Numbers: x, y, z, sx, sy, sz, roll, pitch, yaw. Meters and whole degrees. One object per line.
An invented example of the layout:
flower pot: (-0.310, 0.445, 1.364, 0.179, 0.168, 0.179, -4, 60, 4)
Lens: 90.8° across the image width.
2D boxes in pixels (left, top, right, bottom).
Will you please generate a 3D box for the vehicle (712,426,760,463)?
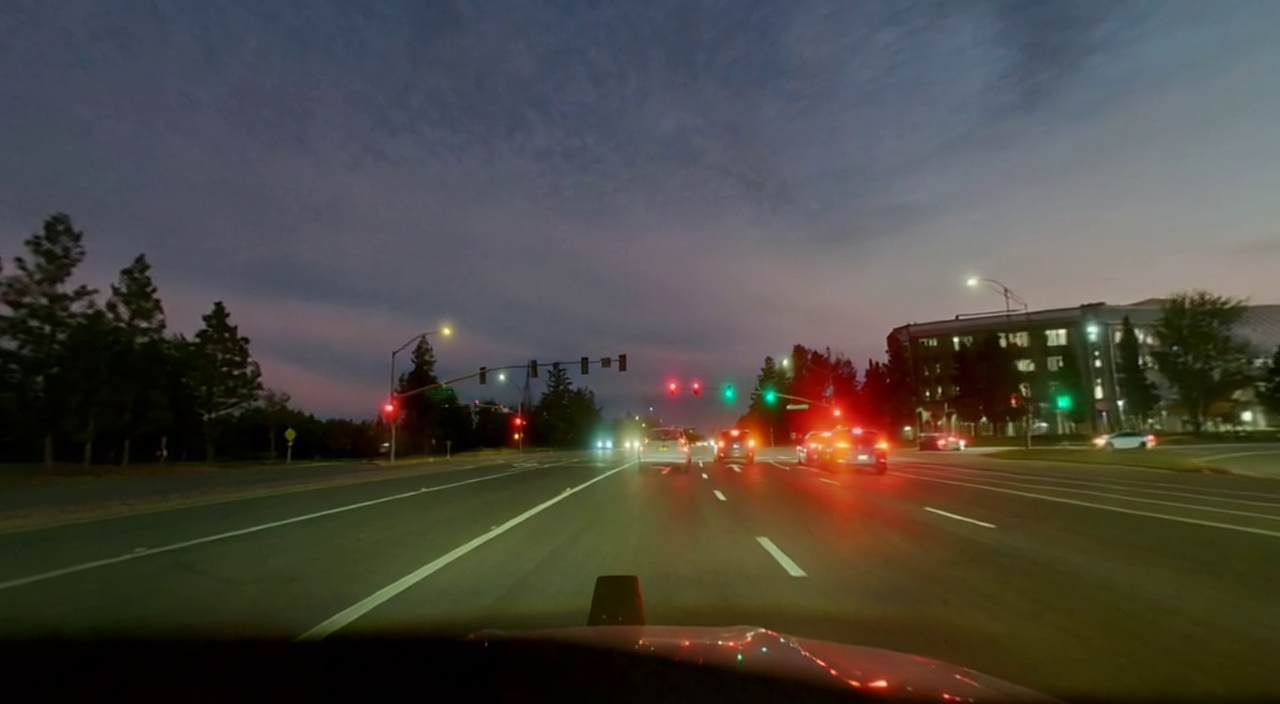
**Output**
vehicle: (4.865, 4.796, 32.559, 2.188, 1.774, 4.646, -1, -9, 6)

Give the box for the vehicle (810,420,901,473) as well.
vehicle: (7.992, 3.594, 23.951, 2.074, 1.791, 4.393, 0, -9, 3)

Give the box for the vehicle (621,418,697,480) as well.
vehicle: (0.662, 3.191, 20.739, 2.211, 1.795, 4.179, 0, -9, 3)

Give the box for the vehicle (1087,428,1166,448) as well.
vehicle: (37.575, 6.710, 48.915, 4.596, 1.468, 1.785, -6, -11, 31)

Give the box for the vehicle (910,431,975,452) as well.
vehicle: (23.764, 7.014, 49.684, 4.482, 1.465, 1.831, -3, -11, 29)
